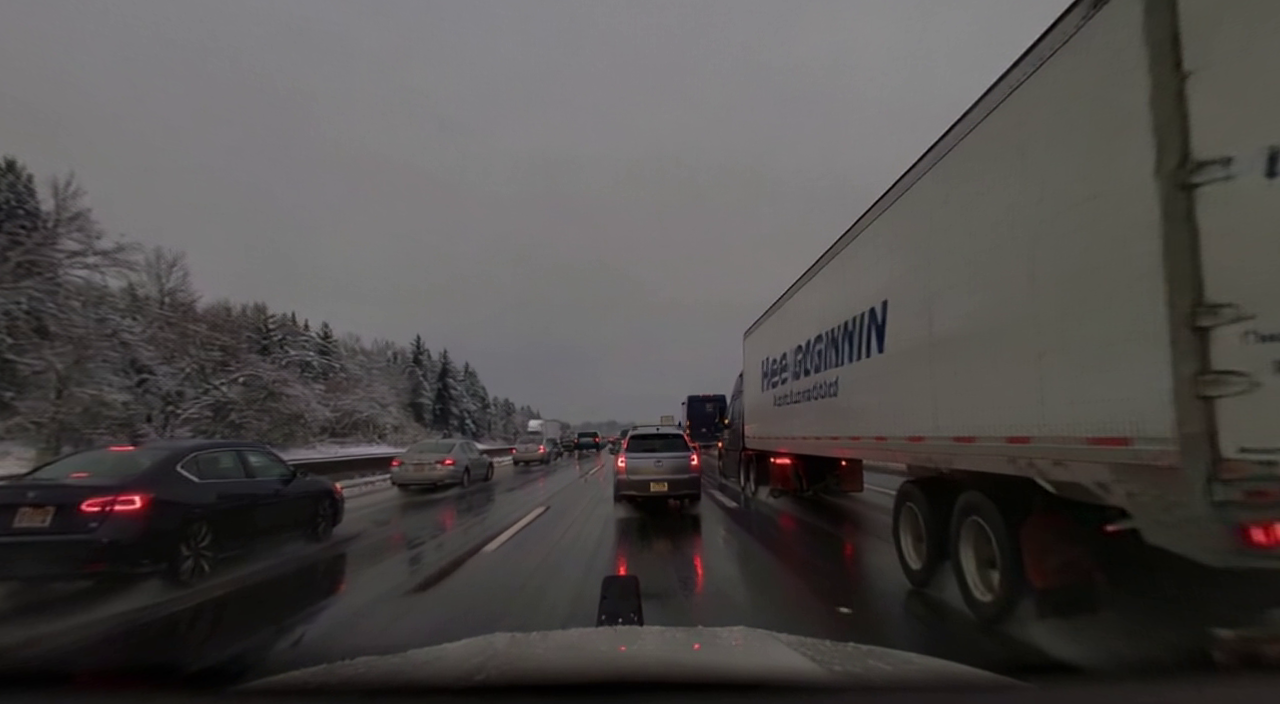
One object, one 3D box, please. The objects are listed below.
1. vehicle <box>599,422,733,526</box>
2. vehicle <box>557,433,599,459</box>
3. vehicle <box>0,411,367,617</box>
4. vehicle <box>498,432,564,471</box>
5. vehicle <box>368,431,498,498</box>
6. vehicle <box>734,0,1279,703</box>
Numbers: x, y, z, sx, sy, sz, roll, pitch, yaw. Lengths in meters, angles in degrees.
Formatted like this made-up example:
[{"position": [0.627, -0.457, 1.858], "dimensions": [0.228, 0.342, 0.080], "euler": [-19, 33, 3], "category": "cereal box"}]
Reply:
[{"position": [0.351, 2.040, 11.111], "dimensions": [1.973, 1.505, 3.568], "euler": [0, -8, -1], "category": "vehicle"}, {"position": [-3.795, 5.815, 39.211], "dimensions": [2.005, 1.475, 4.466], "euler": [0, -8, 2], "category": "vehicle"}, {"position": [-4.583, 1.455, 6.572], "dimensions": [1.821, 1.514, 3.677], "euler": [0, -8, 0], "category": "vehicle"}, {"position": [-4.509, 4.155, 26.731], "dimensions": [1.887, 1.493, 4.411], "euler": [0, -8, 1], "category": "vehicle"}, {"position": [-5.025, 2.747, 15.940], "dimensions": [1.880, 1.458, 3.978], "euler": [0, -8, 1], "category": "vehicle"}, {"position": [4.034, 0.604, 9.898], "dimensions": [2.817, 3.989, 14.321], "euler": [0, -8, -1], "category": "vehicle"}]
